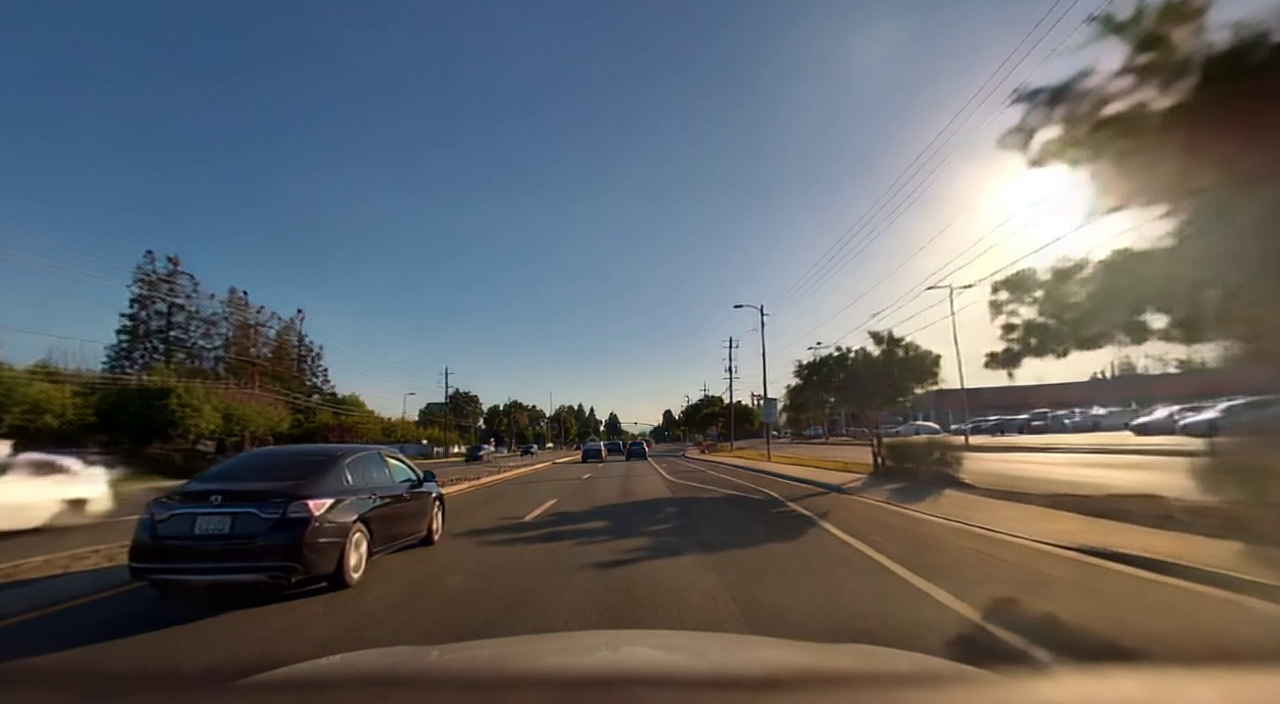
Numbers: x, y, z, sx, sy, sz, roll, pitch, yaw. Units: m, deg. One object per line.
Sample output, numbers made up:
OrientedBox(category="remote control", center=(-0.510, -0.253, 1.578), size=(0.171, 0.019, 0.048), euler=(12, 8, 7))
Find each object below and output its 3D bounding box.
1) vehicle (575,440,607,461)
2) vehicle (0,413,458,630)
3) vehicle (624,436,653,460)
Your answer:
OrientedBox(category="vehicle", center=(-3.696, 7.521, 48.164), size=(2.021, 1.486, 3.623), euler=(-1, -9, 1))
OrientedBox(category="vehicle", center=(-3.599, 1.532, 6.780), size=(1.928, 1.488, 4.635), euler=(0, -9, 0))
OrientedBox(category="vehicle", center=(-0.100, 7.523, 49.324), size=(2.182, 1.773, 4.041), euler=(0, -9, 0))
